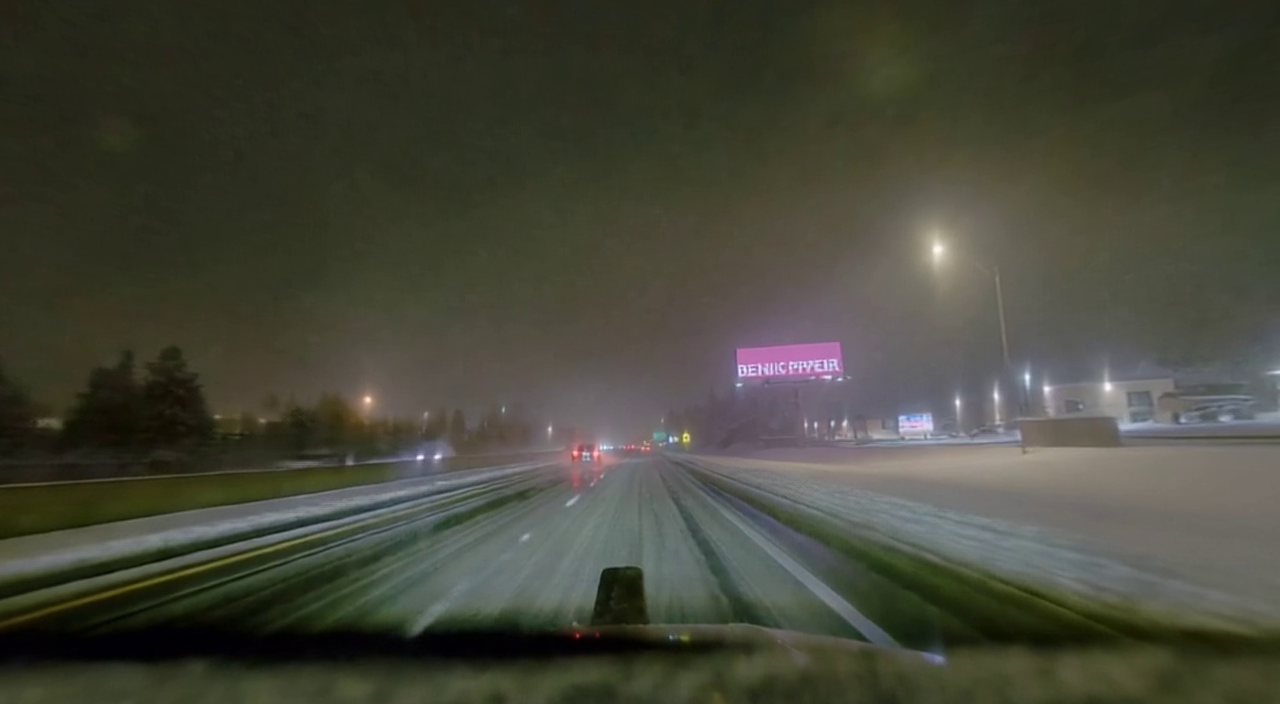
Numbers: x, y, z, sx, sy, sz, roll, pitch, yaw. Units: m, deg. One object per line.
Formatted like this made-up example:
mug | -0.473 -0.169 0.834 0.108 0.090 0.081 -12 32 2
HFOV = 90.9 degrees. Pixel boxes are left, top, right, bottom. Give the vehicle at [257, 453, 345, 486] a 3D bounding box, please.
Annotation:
vehicle | -16.814 5.819 31.541 1.946 1.470 4.333 -1 -9 1

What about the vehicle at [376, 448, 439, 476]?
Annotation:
vehicle | -13.788 6.519 37.678 1.932 1.501 4.484 -1 -9 1

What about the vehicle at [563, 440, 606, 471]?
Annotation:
vehicle | -3.397 6.504 39.879 2.159 1.793 5.027 -1 -9 1
